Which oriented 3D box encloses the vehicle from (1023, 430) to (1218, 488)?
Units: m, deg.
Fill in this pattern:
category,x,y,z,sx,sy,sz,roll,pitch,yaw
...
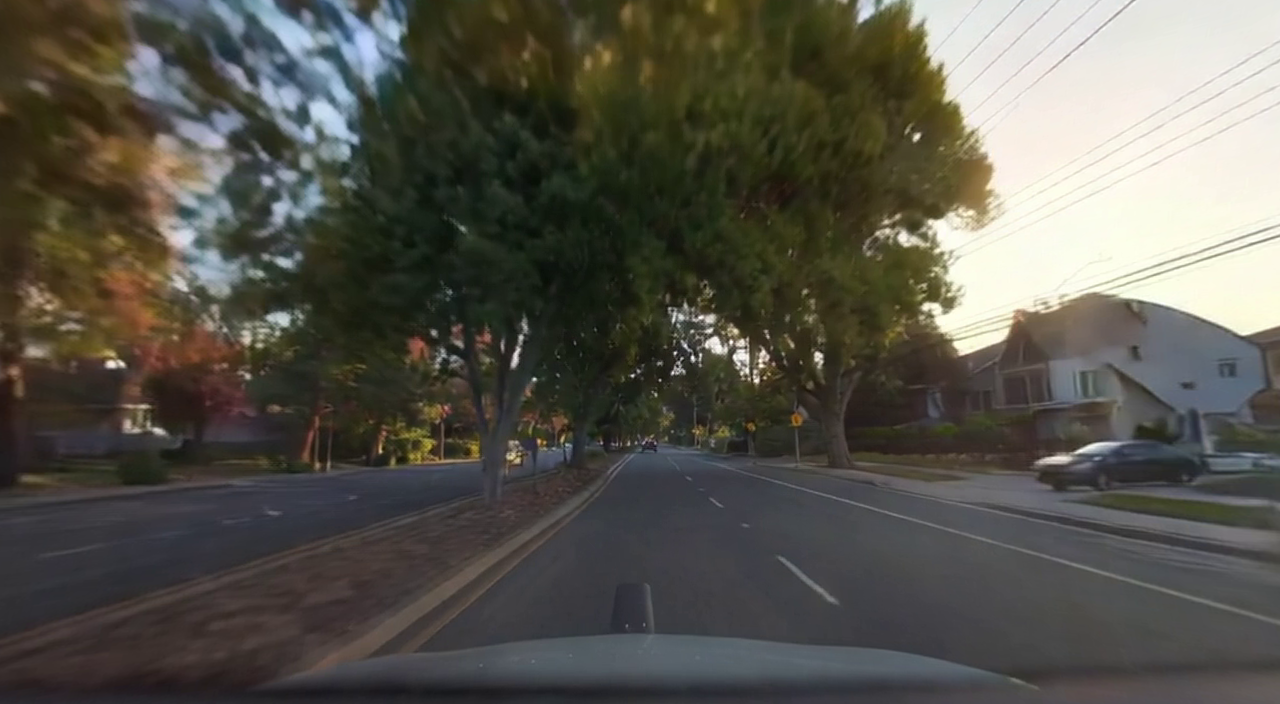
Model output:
category,x,y,z,sx,sy,sz,roll,pitch,yaw
vehicle,14.891,3.333,19.723,4.511,1.661,1.934,1,-8,-2
